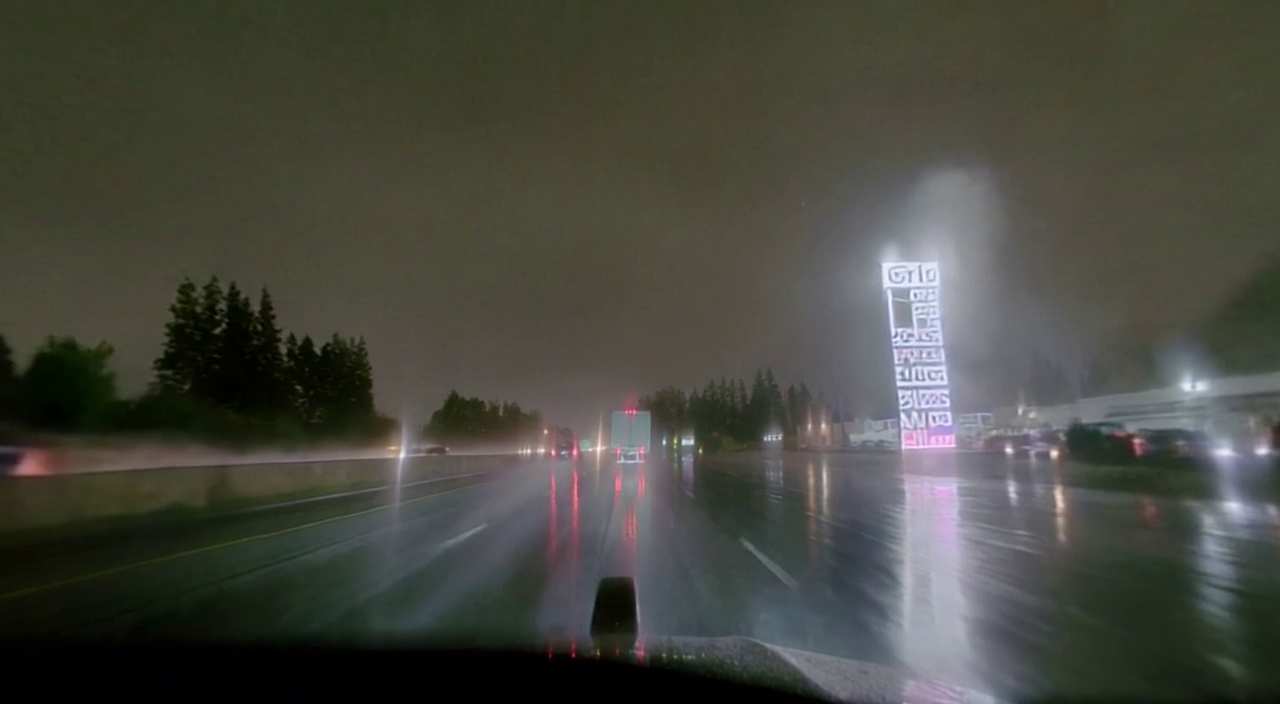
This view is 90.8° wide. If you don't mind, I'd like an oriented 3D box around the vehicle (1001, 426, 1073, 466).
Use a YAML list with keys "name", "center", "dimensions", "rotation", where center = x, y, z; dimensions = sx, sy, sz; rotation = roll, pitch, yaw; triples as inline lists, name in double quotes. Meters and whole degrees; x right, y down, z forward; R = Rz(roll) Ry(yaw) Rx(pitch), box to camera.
- name: "vehicle"
  center: [28.981, 6.907, 46.453]
  dimensions: [2.277, 2.699, 7.384]
  rotation: [-2, -9, 16]

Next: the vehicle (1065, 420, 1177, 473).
- name: "vehicle"
  center: [26.245, 5.199, 34.820]
  dimensions: [2.193, 2.640, 5.959]
  rotation: [-1, -9, 9]

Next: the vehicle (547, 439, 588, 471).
- name: "vehicle"
  center: [-4.657, 6.707, 41.266]
  dimensions: [2.095, 1.930, 4.680]
  rotation: [0, -9, 0]

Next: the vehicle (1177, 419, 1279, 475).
- name: "vehicle"
  center: [35.692, 5.500, 36.696]
  dimensions: [6.779, 3.072, 2.630]
  rotation: [1, -8, -6]
